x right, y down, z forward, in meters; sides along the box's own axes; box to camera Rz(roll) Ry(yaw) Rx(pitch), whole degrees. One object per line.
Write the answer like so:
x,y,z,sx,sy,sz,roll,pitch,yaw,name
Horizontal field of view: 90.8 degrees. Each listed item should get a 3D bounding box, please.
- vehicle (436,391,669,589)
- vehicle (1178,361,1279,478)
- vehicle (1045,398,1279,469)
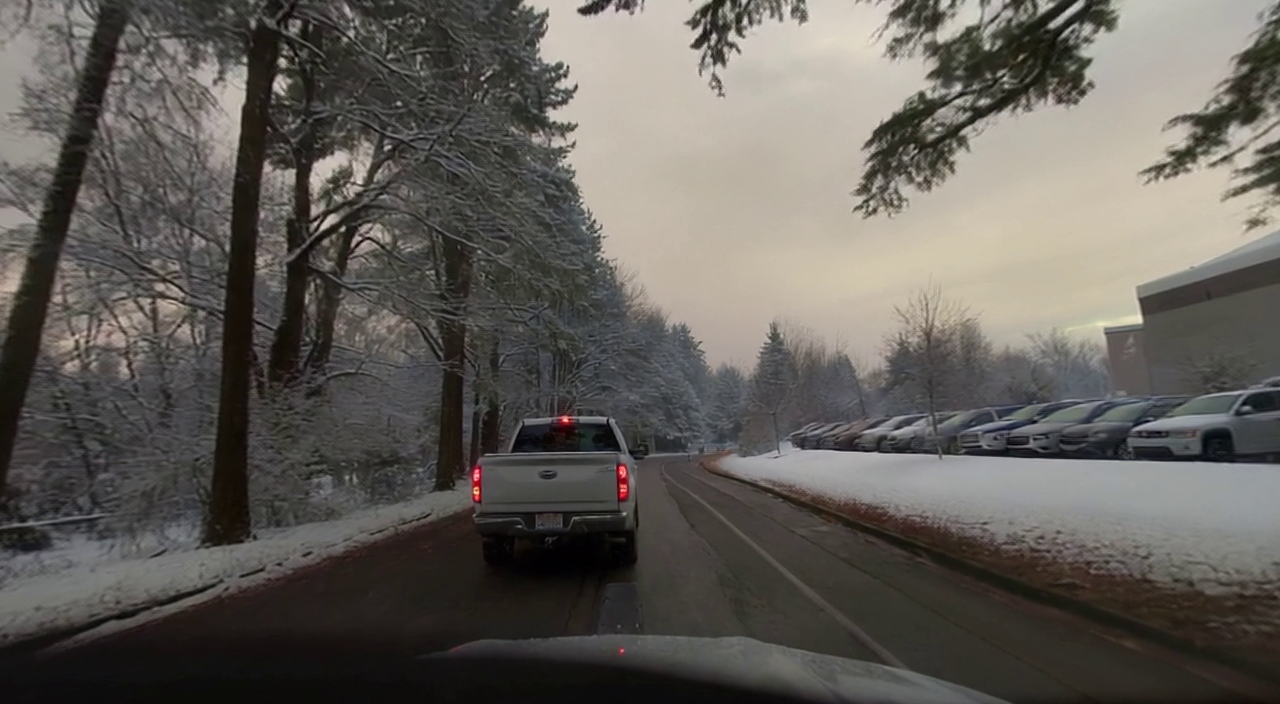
-0.749,1.651,8.441,2.157,1.816,5.039,0,-8,1,vehicle
12.755,1.224,11.200,4.368,1.901,2.112,0,-8,2,vehicle
11.833,1.815,14.014,4.298,1.392,1.944,-1,-8,2,vehicle
